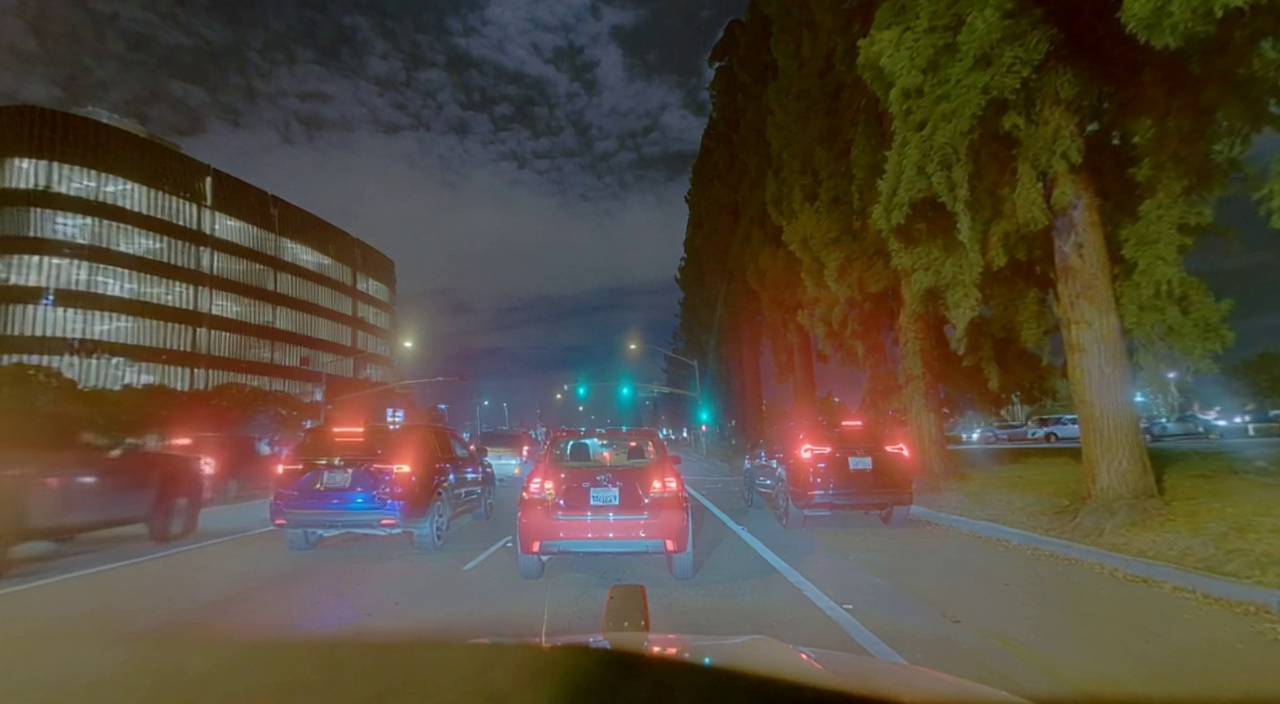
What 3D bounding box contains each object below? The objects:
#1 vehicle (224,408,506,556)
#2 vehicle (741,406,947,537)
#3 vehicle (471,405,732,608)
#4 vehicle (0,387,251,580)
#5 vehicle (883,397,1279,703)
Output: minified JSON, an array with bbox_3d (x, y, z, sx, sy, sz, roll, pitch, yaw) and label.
[{"bbox_3d":[-3.767,1.887,9.888,2.141,1.718,4.809,0,-8,1],"label":"vehicle"},{"bbox_3d":[3.335,2.085,11.538,2.117,1.879,4.715,0,-8,-1],"label":"vehicle"},{"bbox_3d":[-0.357,1.588,7.425,2.114,1.631,4.459,0,-8,-1],"label":"vehicle"},{"bbox_3d":[-7.104,1.427,7.186,2.066,1.814,5.097,0,-8,0],"label":"vehicle"},{"bbox_3d":[3.237,1.071,3.377,2.045,1.459,4.462,0,-8,-1],"label":"vehicle"}]
